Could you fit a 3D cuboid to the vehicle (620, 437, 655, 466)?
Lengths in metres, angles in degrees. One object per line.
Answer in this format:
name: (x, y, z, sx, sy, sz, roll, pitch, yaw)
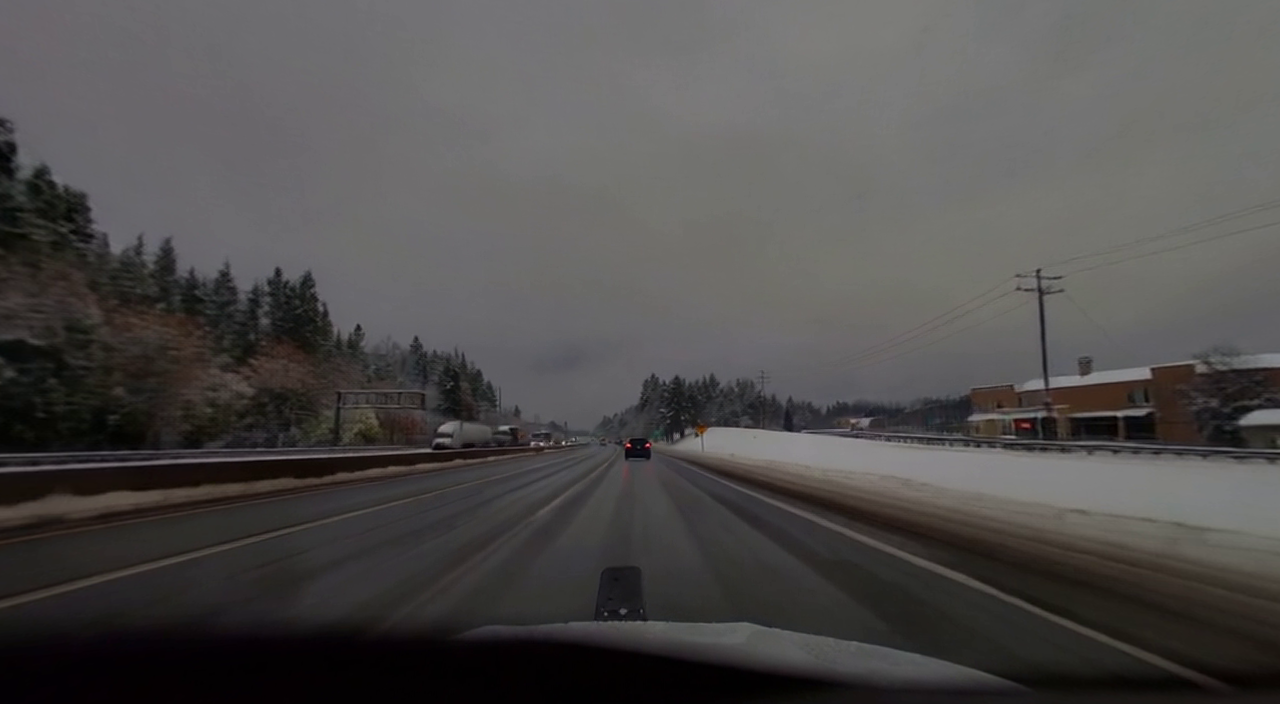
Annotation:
vehicle: (-0.184, 6.028, 38.322, 2.029, 1.666, 4.064, 0, -8, -1)
